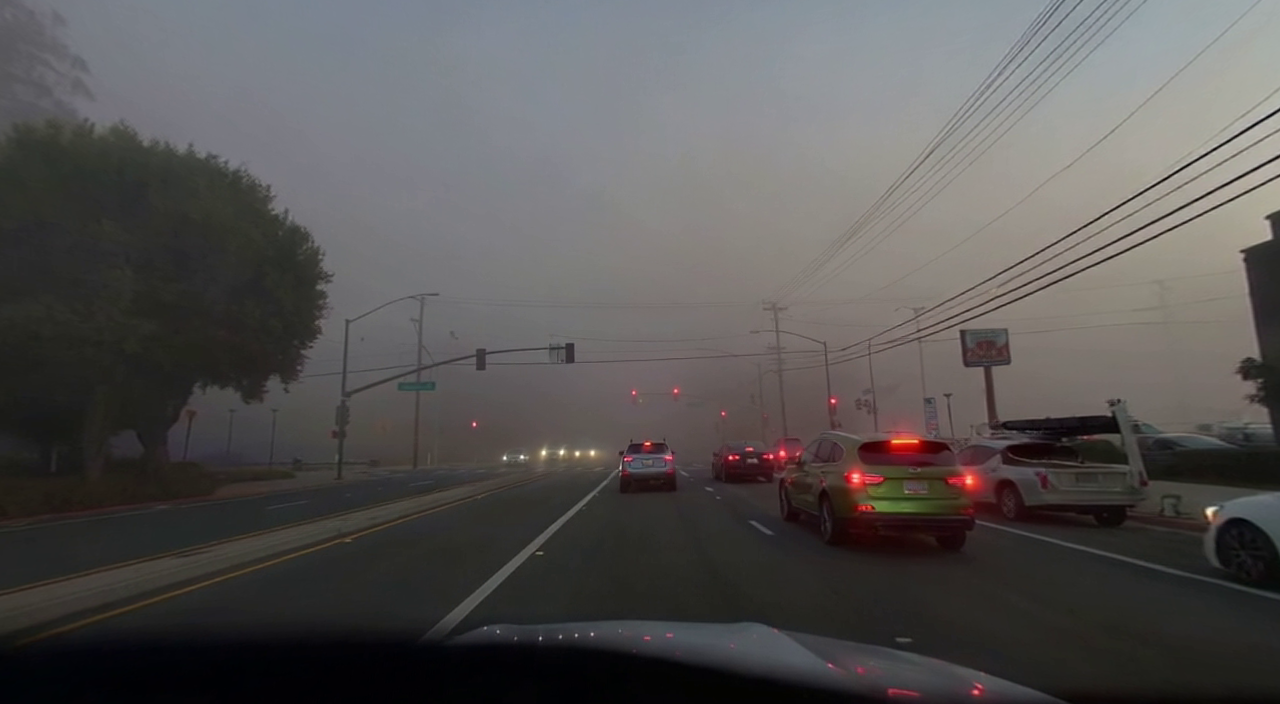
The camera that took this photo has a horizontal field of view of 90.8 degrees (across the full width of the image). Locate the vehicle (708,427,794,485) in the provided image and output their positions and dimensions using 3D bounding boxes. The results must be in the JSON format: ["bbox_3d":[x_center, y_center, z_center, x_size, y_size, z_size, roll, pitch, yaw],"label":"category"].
[{"bbox_3d":[3.742,3.608,22.225,2.060,1.789,4.712,0,-9,-1],"label":"vehicle"}]

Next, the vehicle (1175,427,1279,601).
[{"bbox_3d":[6.277,1.136,3.870,1.906,1.435,4.670,0,-9,0],"label":"vehicle"}]

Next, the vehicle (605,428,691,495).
[{"bbox_3d":[0.211,3.062,17.931,2.149,1.668,3.962,0,-9,1],"label":"vehicle"}]

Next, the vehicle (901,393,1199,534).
[{"bbox_3d":[6.716,1.909,11.229,2.080,1.958,4.653,0,-9,-1],"label":"vehicle"}]

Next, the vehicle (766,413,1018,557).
[{"bbox_3d":[3.304,1.837,9.400,1.998,1.620,4.267,0,-9,0],"label":"vehicle"}]
